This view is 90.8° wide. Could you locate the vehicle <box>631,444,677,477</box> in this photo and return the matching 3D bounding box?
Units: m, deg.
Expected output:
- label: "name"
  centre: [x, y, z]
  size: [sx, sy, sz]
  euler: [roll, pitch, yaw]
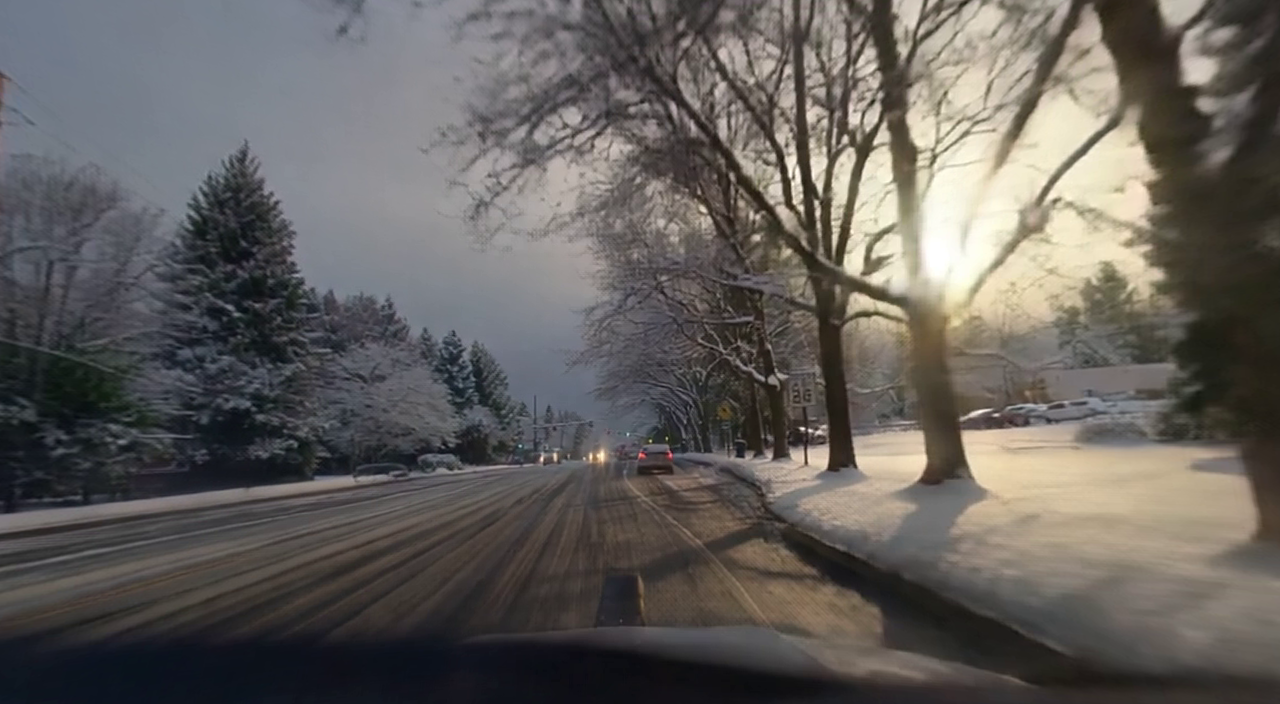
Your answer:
- label: "vehicle"
  centre: [0.687, 5.293, 31.186]
  size: [2.111, 1.466, 4.223]
  euler: [-1, -8, 2]
